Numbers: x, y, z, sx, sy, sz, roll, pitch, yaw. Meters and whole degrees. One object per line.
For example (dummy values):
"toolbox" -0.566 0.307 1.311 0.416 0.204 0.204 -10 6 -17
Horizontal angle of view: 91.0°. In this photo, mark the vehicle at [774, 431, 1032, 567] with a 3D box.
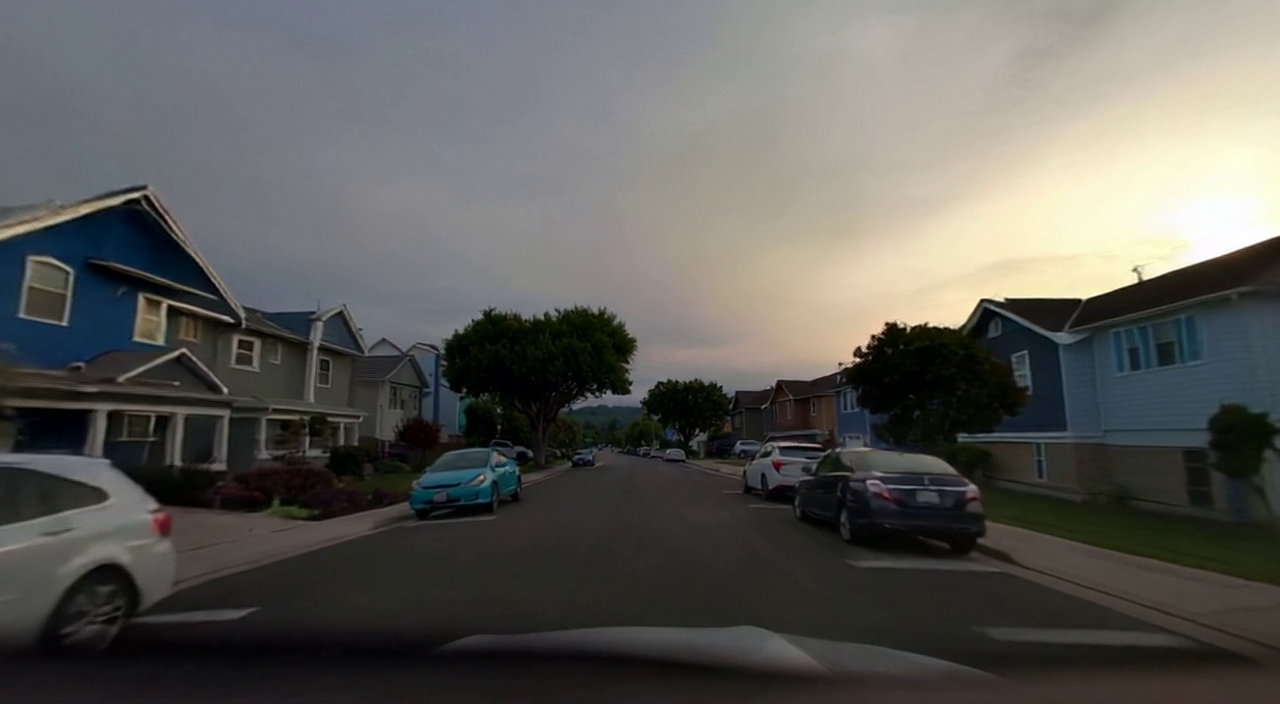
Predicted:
"vehicle" 3.396 1.967 9.273 1.888 1.484 4.476 0 -8 0

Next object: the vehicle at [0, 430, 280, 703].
"vehicle" -4.256 1.114 3.025 2.020 1.470 5.300 0 -8 -1

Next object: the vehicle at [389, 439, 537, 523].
"vehicle" -3.833 2.835 14.611 2.089 1.508 4.537 2 -7 0
